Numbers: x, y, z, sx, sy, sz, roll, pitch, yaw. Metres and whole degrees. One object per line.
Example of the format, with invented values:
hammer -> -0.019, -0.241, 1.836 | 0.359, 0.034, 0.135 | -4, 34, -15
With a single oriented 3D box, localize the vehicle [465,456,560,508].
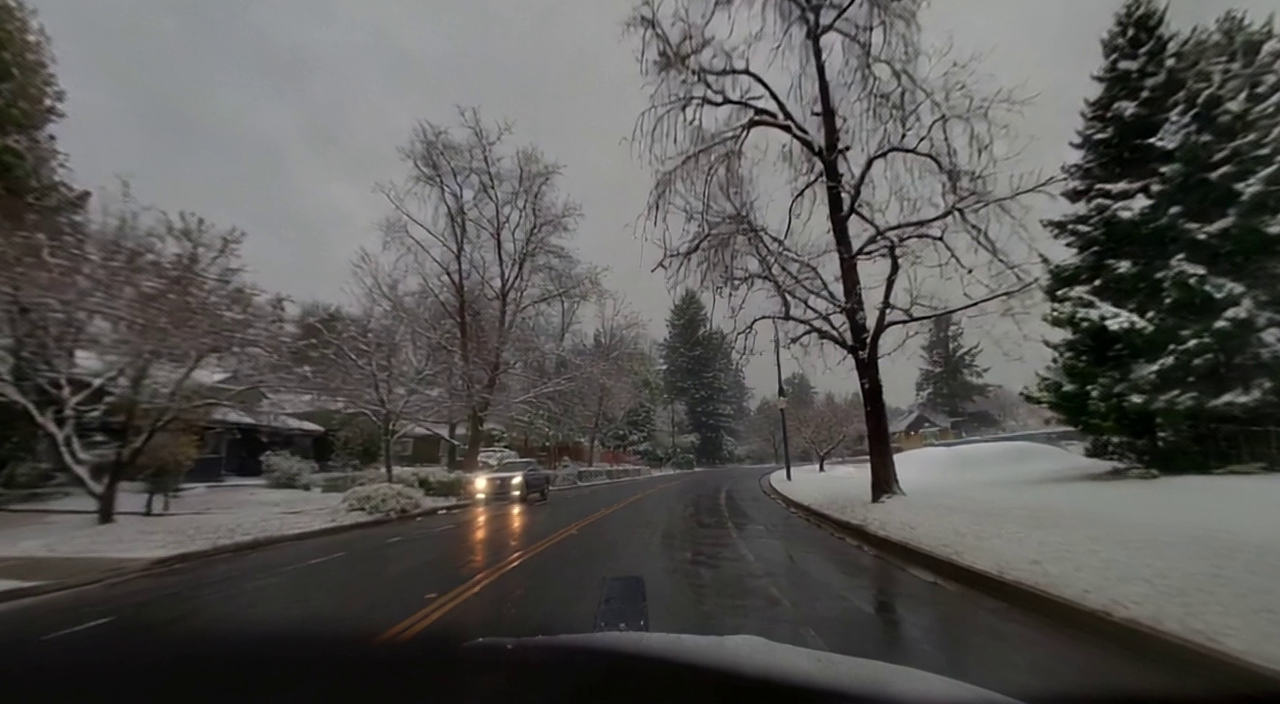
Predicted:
vehicle -> -4.546, 4.780, 23.289 | 2.002, 1.601, 5.012 | -3, -11, 6
